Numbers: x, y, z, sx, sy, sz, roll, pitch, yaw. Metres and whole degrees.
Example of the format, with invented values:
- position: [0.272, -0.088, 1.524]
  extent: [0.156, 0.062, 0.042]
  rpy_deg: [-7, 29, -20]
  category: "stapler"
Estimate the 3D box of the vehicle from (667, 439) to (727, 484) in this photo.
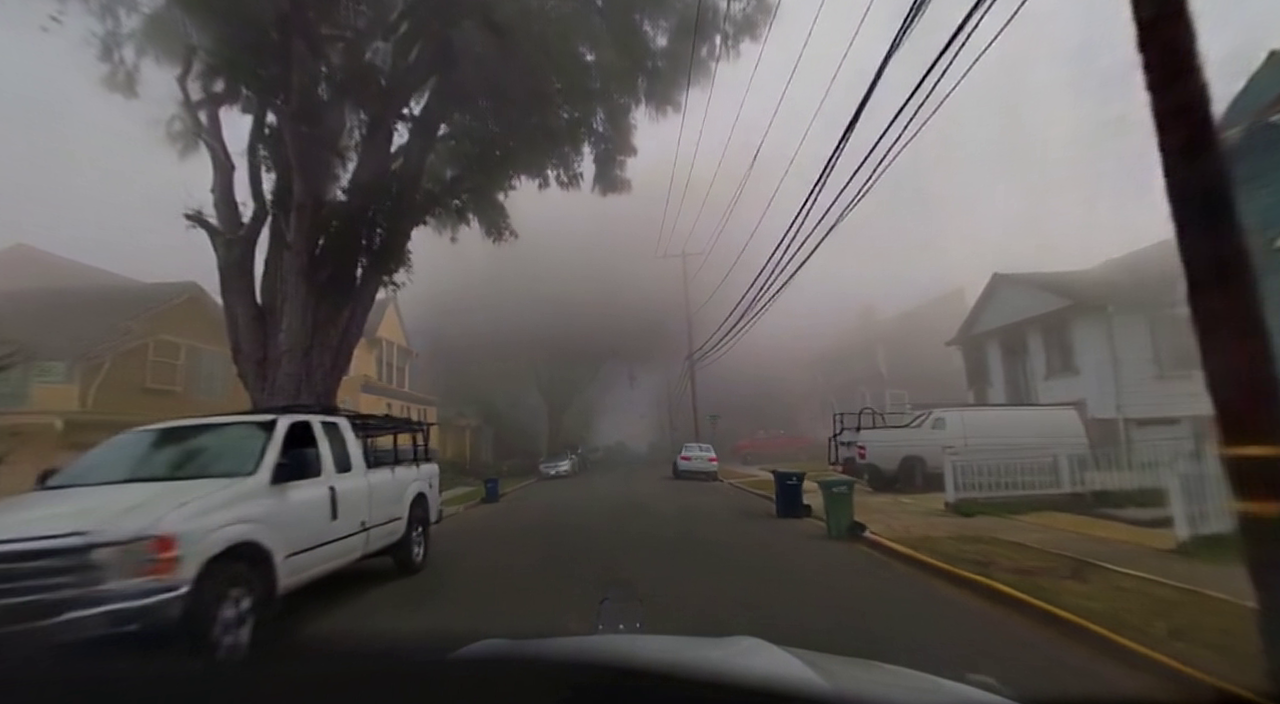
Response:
- position: [2.302, 4.532, 26.647]
  extent: [2.043, 1.631, 4.613]
  rpy_deg: [-1, -7, -1]
  category: "vehicle"

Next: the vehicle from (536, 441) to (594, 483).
- position: [-3.860, 5.722, 33.406]
  extent: [2.204, 1.655, 4.813]
  rpy_deg: [-9, -7, 0]
  category: "vehicle"

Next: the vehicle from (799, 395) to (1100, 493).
- position: [7.026, 2.125, 14.925]
  extent: [5.974, 2.066, 2.152]
  rpy_deg: [1, -6, 0]
  category: "vehicle"

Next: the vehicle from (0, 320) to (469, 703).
- position: [-3.610, 1.296, 5.813]
  extent: [2.399, 2.085, 5.589]
  rpy_deg: [-3, -7, 1]
  category: "vehicle"

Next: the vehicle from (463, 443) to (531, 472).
- position: [-9.749, 7.209, 43.223]
  extent: [4.088, 1.779, 2.109]
  rpy_deg: [0, -5, 3]
  category: "vehicle"

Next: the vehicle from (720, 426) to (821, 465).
- position: [7.427, 5.333, 36.297]
  extent: [5.274, 2.170, 2.205]
  rpy_deg: [0, -7, -2]
  category: "vehicle"
